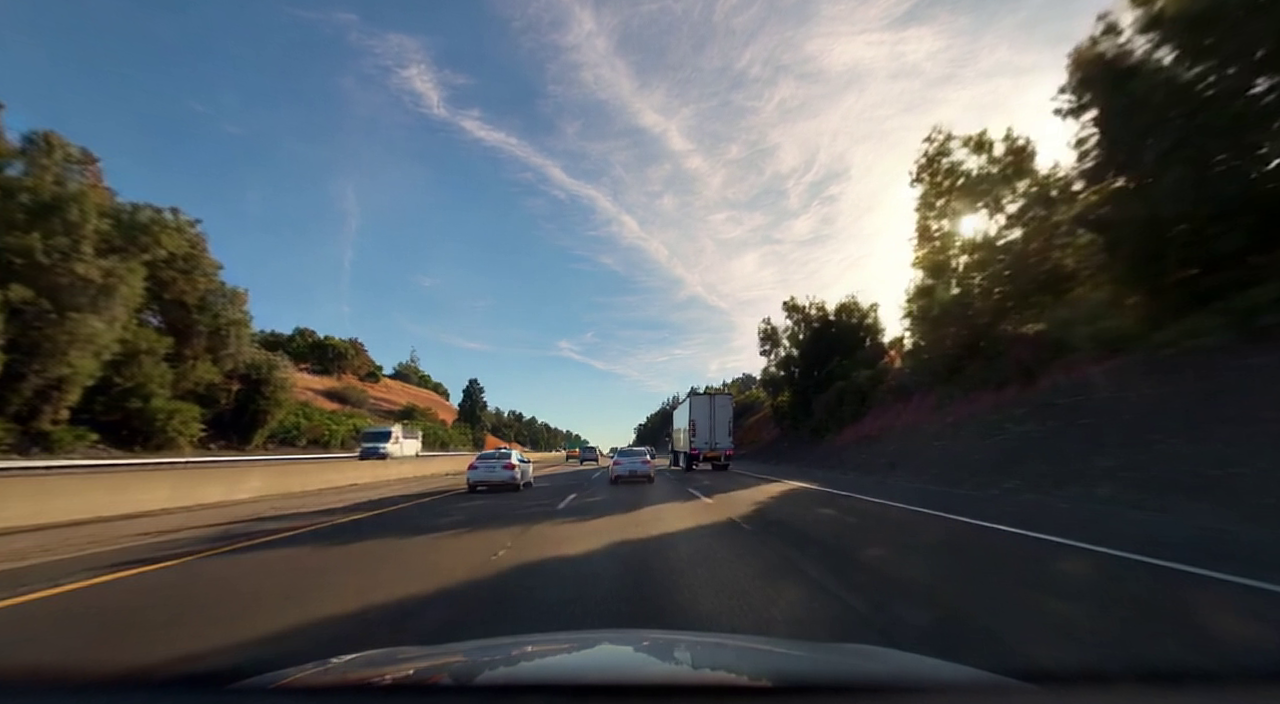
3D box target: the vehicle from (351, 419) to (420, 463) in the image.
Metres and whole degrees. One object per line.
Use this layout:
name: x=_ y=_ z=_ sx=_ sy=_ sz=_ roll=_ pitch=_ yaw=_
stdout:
vehicle: x=-16.884 y=6.011 z=42.219 sx=2.204 sy=2.696 sz=5.896 roll=0 pitch=-9 yaw=-1

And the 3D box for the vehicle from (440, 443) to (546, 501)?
vehicle: x=-4.085 y=3.402 z=18.333 sx=2.017 sy=1.460 sz=4.382 roll=0 pitch=-9 yaw=0

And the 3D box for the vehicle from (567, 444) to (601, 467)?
vehicle: x=-4.294 y=7.984 z=48.799 sx=2.232 sy=1.688 sz=4.844 roll=0 pitch=-9 yaw=-1

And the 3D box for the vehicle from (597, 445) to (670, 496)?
vehicle: x=-0.221 y=3.584 z=19.448 sx=2.023 sy=1.400 sz=4.028 roll=0 pitch=-9 yaw=-1

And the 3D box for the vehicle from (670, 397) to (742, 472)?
vehicle: x=3.939 y=5.624 z=41.737 sx=2.905 sy=4.109 sz=14.332 roll=0 pitch=-9 yaw=-1
